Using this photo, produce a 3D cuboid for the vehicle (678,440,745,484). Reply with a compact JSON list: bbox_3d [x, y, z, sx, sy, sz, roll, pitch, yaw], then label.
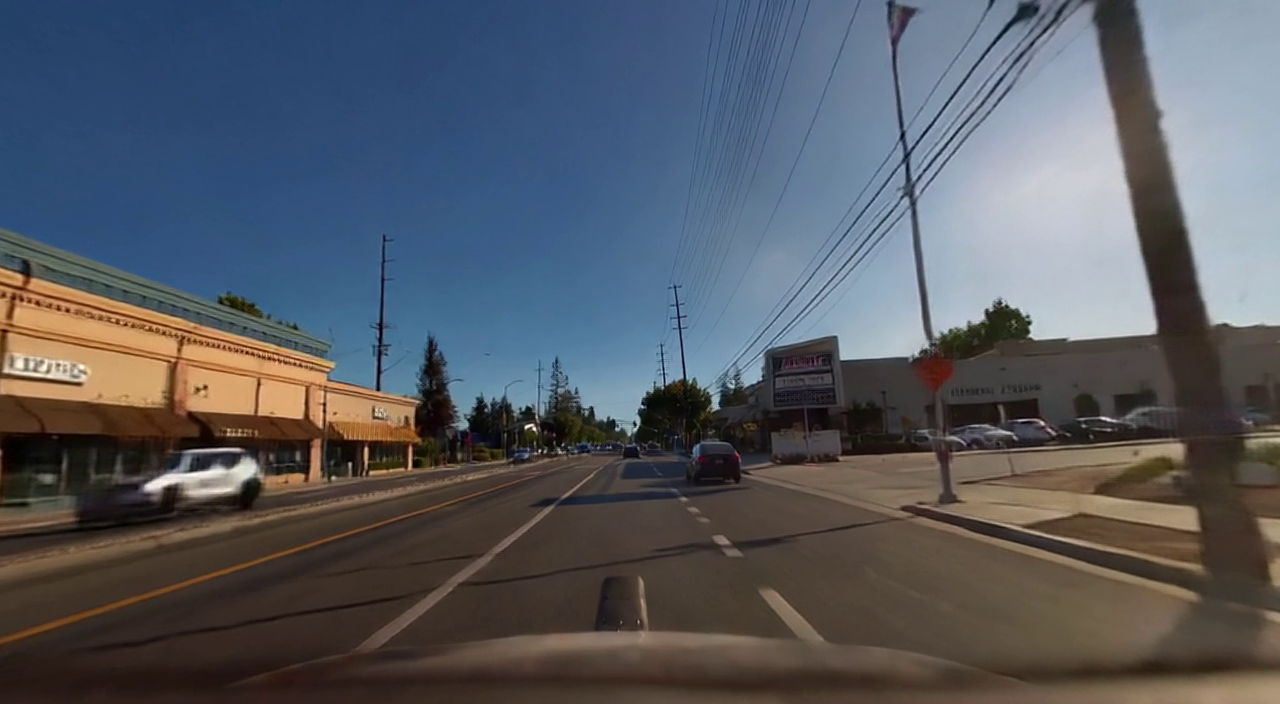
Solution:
[{"bbox_3d":[2.555,4.066,23.532,1.975,1.497,3.647,0,-9,-1],"label":"vehicle"}]
